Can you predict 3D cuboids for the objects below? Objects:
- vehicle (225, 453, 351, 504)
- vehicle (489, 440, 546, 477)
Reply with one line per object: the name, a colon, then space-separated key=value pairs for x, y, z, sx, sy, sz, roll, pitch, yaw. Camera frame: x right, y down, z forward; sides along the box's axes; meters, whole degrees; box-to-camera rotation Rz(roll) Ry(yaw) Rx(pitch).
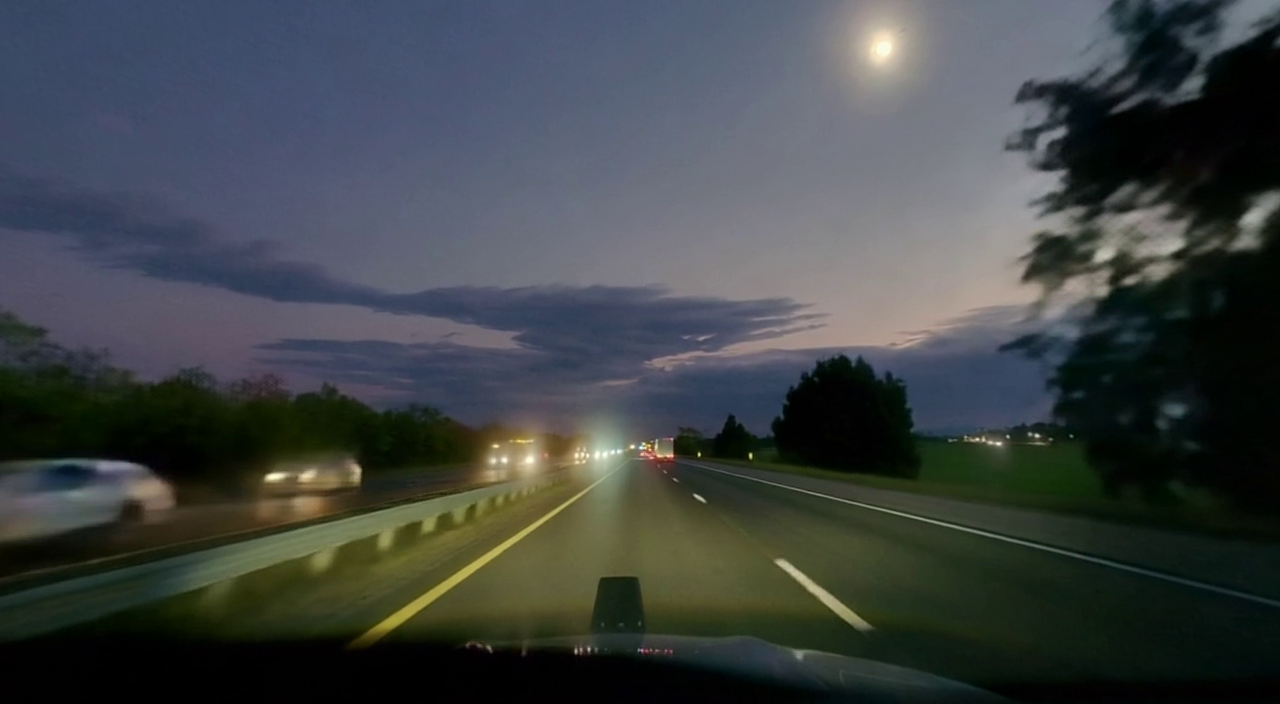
vehicle: x=-12.850 y=4.592 z=23.408 sx=1.954 sy=1.672 sz=4.653 roll=0 pitch=-9 yaw=0
vehicle: x=-8.424 y=7.410 z=44.145 sx=2.544 sy=2.305 sz=7.154 roll=0 pitch=-9 yaw=0
